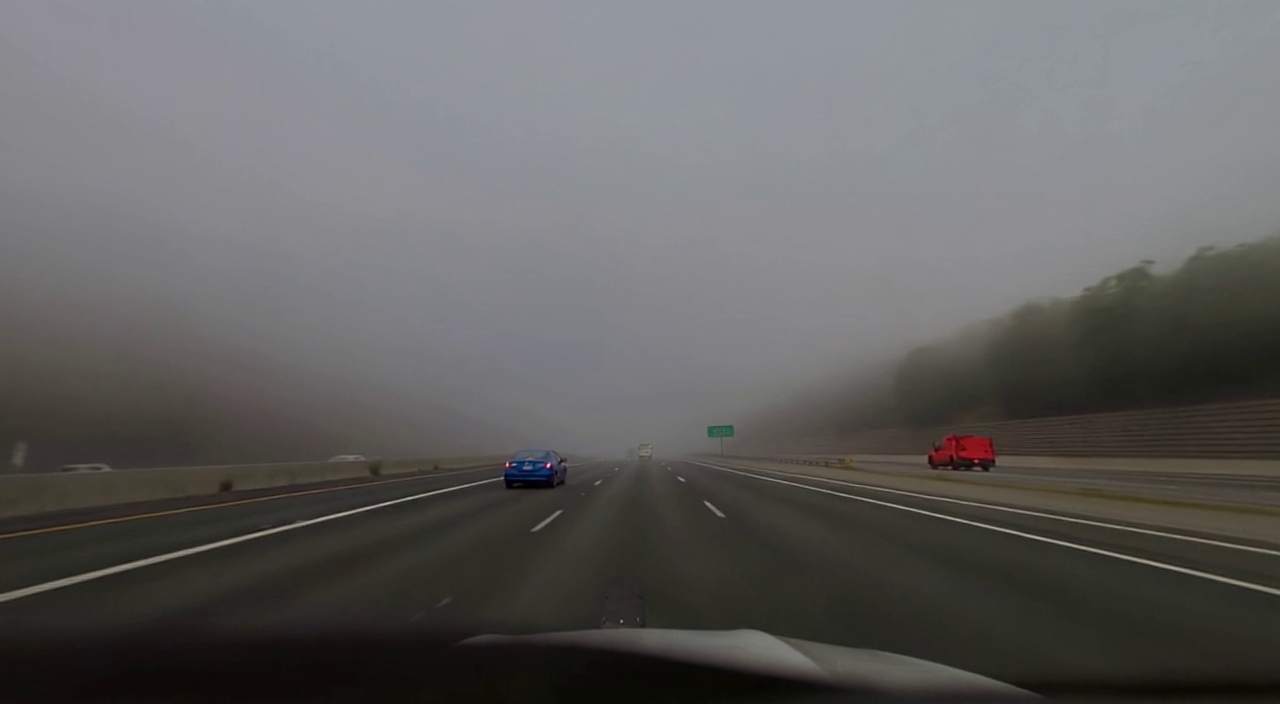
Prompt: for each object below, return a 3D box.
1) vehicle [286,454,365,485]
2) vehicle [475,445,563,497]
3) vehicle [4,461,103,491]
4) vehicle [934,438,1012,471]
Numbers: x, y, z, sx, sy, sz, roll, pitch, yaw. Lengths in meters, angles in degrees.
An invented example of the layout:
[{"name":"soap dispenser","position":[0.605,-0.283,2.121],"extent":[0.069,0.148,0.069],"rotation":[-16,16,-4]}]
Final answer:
[{"name":"vehicle","position":[-16.619,6.206,33.619],"extent":[1.856,1.448,4.515],"rotation":[0,-9,0]},{"name":"vehicle","position":[-3.675,3.698,20.081],"extent":[1.873,1.438,4.546],"rotation":[-1,-9,0]},{"name":"vehicle","position":[-31.112,6.553,33.609],"extent":[1.737,1.436,3.586],"rotation":[0,-9,0]},{"name":"vehicle","position":[18.497,5.718,35.310],"extent":[1.925,1.648,4.367],"rotation":[0,-9,-1]}]
